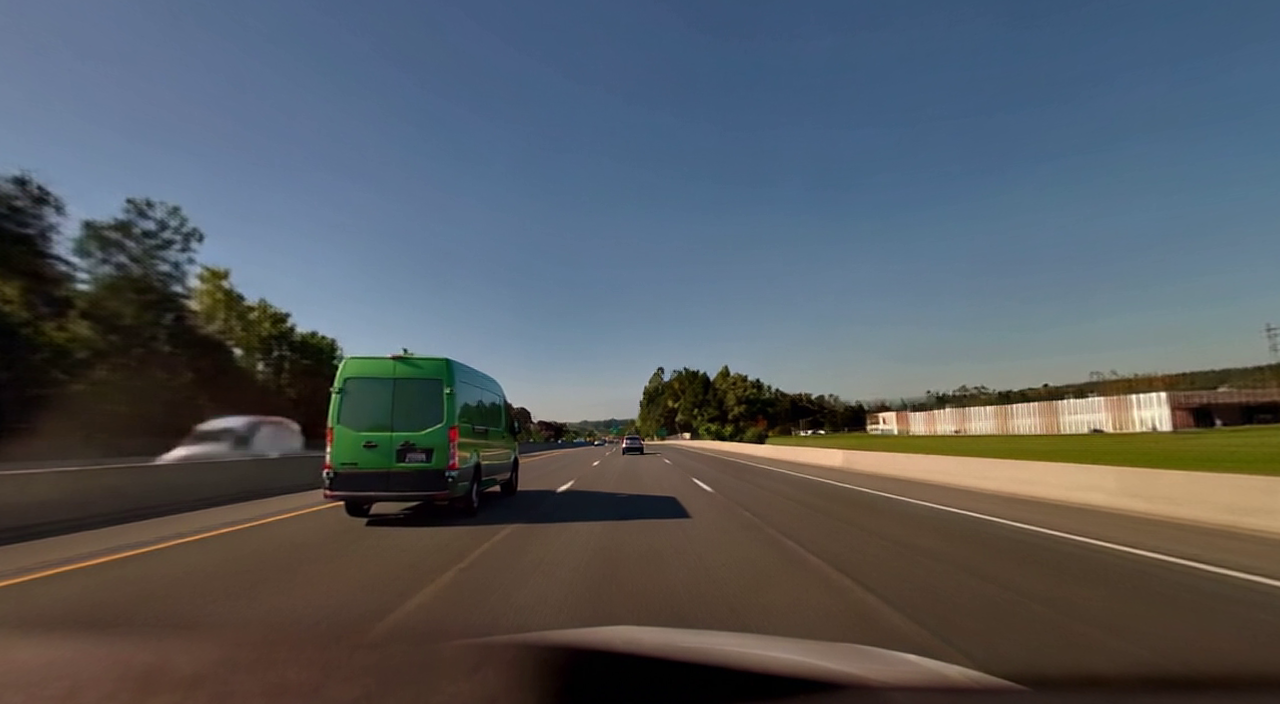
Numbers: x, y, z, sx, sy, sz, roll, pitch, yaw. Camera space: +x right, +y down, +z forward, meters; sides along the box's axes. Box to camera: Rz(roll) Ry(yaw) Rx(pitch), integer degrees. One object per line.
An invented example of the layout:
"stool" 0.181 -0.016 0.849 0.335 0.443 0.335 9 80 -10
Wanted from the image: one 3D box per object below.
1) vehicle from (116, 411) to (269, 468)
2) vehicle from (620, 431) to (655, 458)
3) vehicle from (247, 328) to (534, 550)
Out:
"vehicle" -12.916 2.556 18.496 1.740 1.494 3.766 0 -8 -1
"vehicle" -0.180 5.862 40.125 2.104 1.646 4.176 0 -8 -1
"vehicle" -3.365 1.386 10.287 2.424 2.577 5.828 0 -8 -2
